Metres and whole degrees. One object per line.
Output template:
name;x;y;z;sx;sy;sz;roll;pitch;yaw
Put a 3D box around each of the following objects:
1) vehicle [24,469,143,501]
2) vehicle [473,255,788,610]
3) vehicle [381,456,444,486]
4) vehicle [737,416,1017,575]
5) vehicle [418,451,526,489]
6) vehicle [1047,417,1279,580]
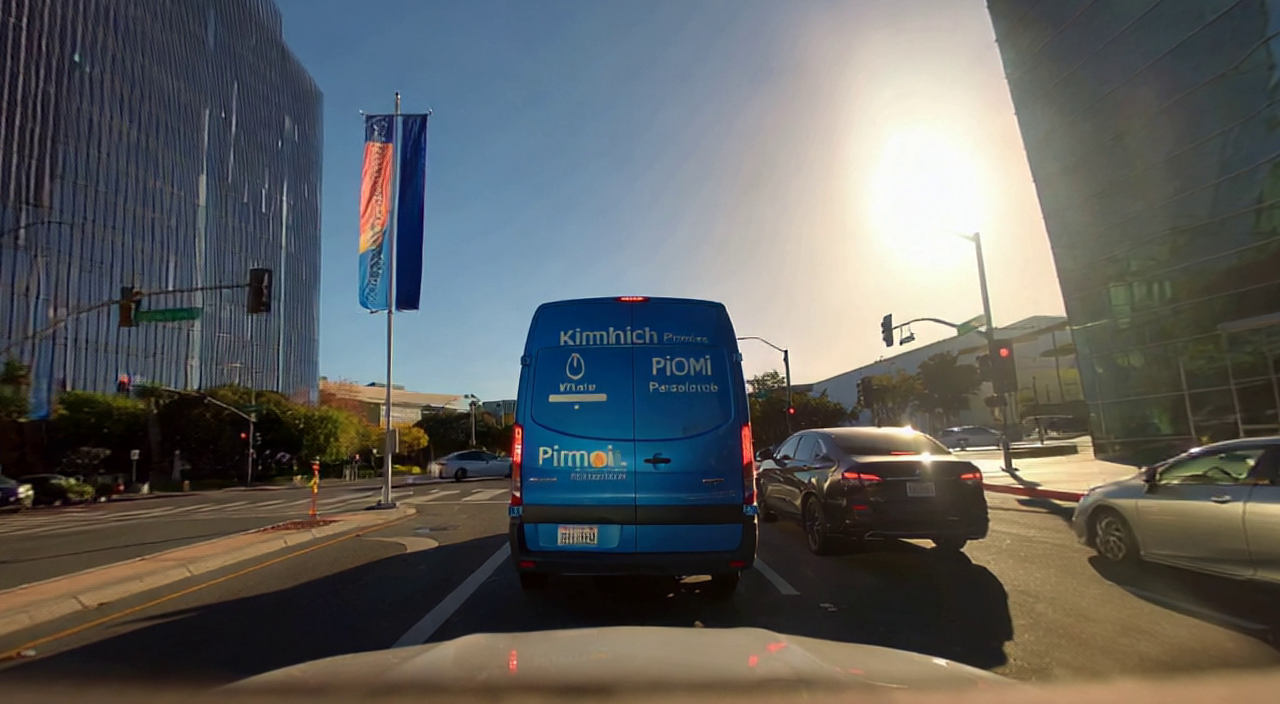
vehicle;-31.102;7.433;35.408;4.806;1.652;1.869;0;-8;-2
vehicle;-0.036;1.178;9.101;2.613;3.035;7.342;0;-8;1
vehicle;-15.181;7.938;42.514;1.997;1.806;4.630;-1;-9;8
vehicle;2.881;1.866;9.054;2.183;1.676;4.506;0;-8;-1
vehicle;-7.876;5.489;29.632;4.659;1.615;1.944;3;-9;-21
vehicle;7.525;1.581;7.022;1.963;1.669;4.678;3;-9;-20
